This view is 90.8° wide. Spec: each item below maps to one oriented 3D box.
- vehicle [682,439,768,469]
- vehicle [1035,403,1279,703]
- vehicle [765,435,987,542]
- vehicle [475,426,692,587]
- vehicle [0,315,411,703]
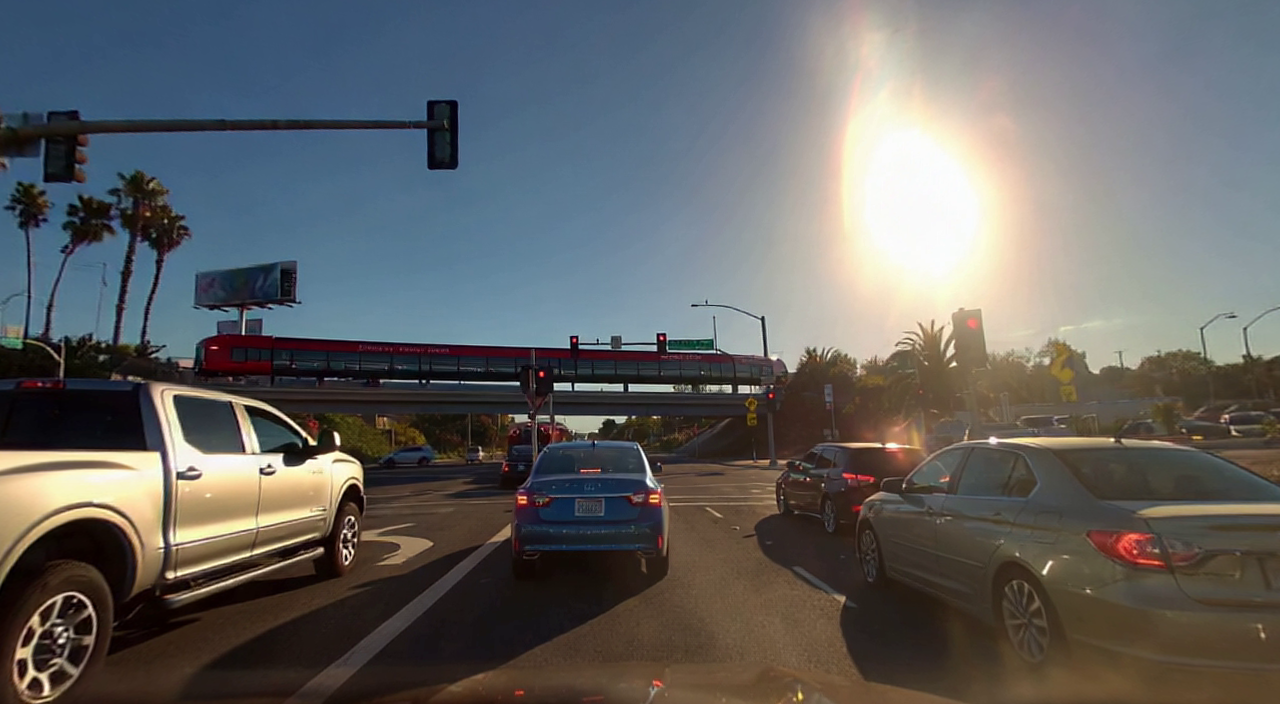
[{"bbox_3d":[4.197,5.139,31.976,1.878,1.428,4.416,5,-10,-32],"label":"vehicle"},{"bbox_3d":[3.885,0.890,2.192,2.052,1.496,4.541,0,-9,0],"label":"vehicle"},{"bbox_3d":[3.696,2.214,10.958,1.965,1.448,4.486,0,-9,-2],"label":"vehicle"},{"bbox_3d":[-0.634,1.762,8.065,2.035,1.491,4.090,0,-9,-3],"label":"vehicle"},{"bbox_3d":[-3.827,1.112,4.947,2.078,1.838,5.448,0,-9,-1],"label":"vehicle"}]
